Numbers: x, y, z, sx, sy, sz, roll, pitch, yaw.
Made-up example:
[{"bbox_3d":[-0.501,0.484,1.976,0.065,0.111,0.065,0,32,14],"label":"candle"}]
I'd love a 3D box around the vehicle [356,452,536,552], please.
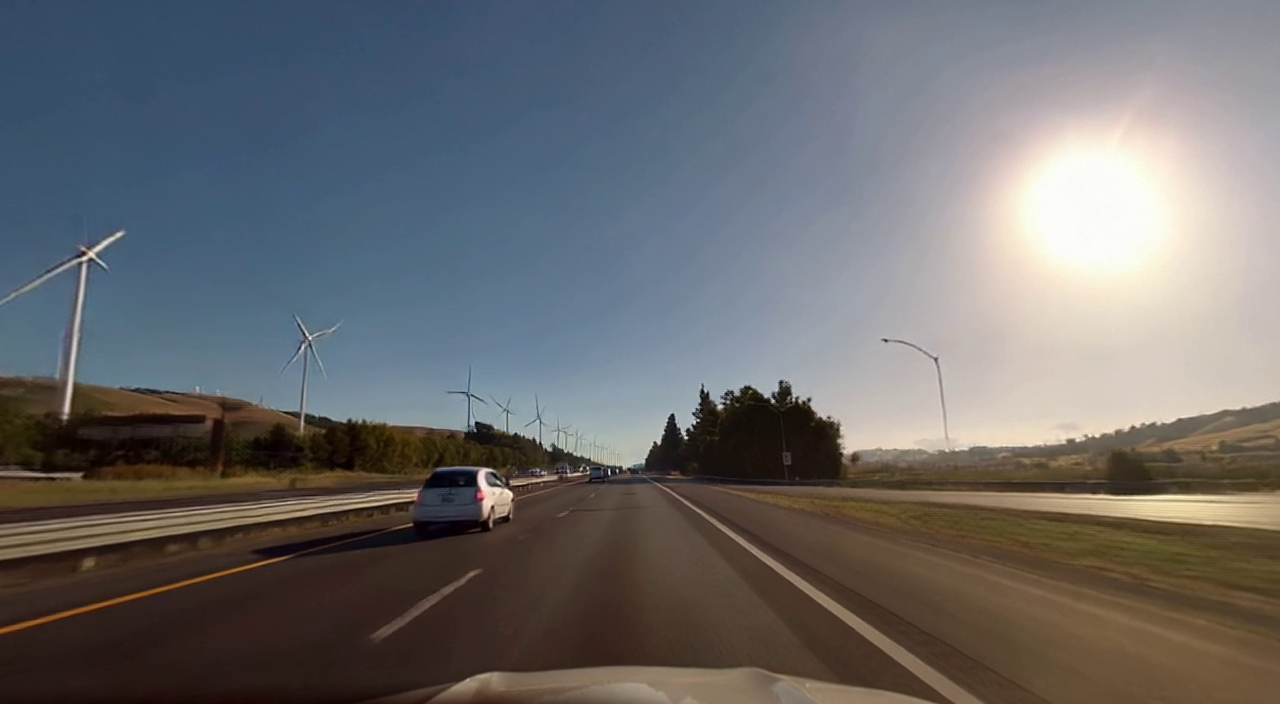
[{"bbox_3d":[-3.351,2.710,11.827,2.001,1.486,4.104,1,-11,1],"label":"vehicle"}]
